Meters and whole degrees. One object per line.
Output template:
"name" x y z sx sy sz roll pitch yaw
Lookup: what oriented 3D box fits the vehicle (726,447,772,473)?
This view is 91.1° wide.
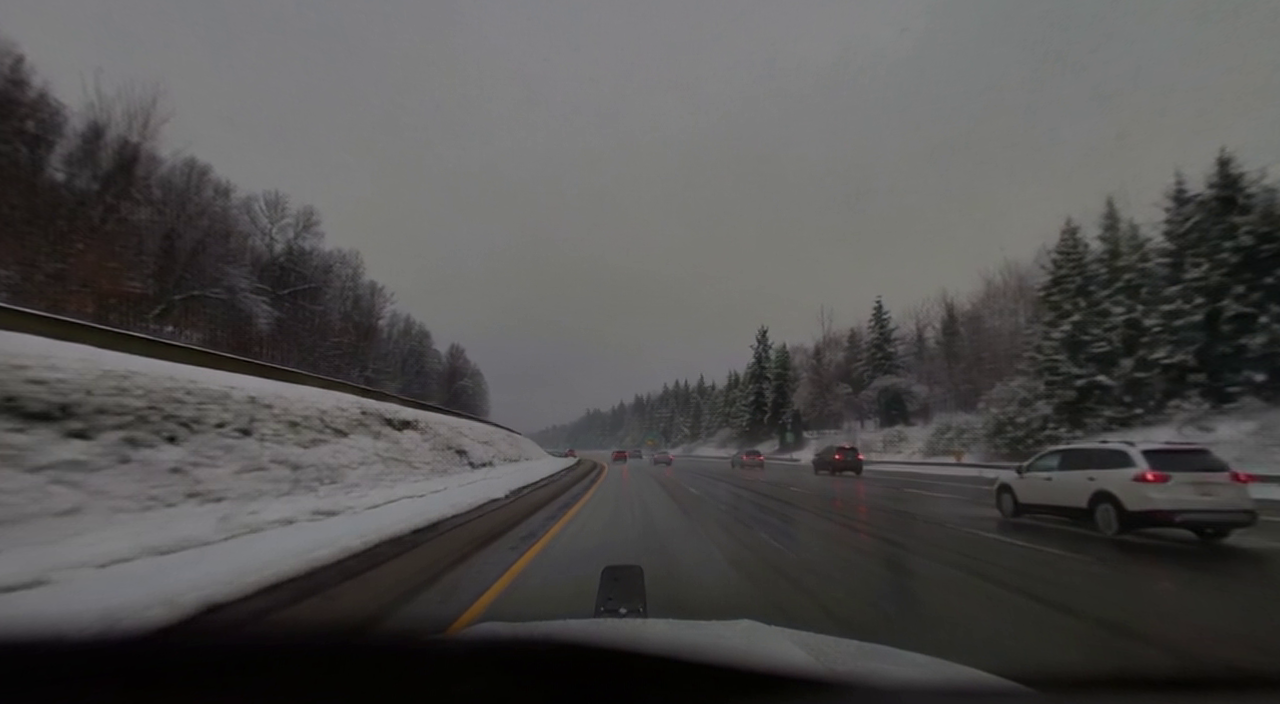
"vehicle" 6.494 6.464 37.789 1.940 1.482 3.644 1 -8 -3

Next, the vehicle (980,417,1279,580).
"vehicle" 7.246 1.896 9.001 2.048 1.697 4.689 1 -8 -1

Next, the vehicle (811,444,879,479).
"vehicle" 10.444 5.577 32.323 1.986 1.644 4.126 1 -8 -2
